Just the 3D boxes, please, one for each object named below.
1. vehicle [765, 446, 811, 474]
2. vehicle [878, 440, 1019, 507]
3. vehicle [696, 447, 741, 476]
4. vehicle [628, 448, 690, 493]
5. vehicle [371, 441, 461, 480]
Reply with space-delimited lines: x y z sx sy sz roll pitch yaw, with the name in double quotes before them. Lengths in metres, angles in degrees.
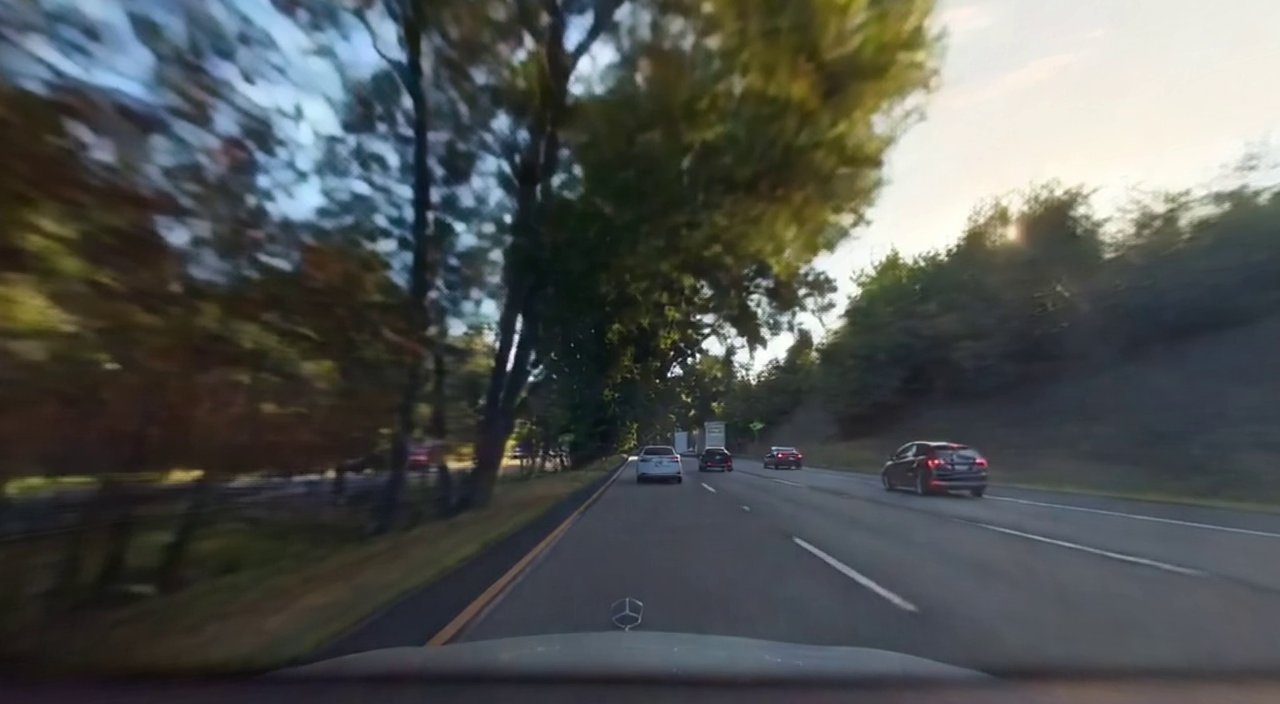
"vehicle" 9.166 6.716 39.291 1.957 1.594 3.632 0 -9 -1
"vehicle" 8.070 3.186 16.925 1.847 1.554 3.752 0 -9 0
"vehicle" 4.362 6.185 35.664 1.981 1.518 4.029 0 -9 -1
"vehicle" 0.629 4.146 22.362 2.020 1.426 3.702 0 -9 0
"vehicle" -9.197 4.488 26.299 1.990 1.466 4.544 -1 -9 2
